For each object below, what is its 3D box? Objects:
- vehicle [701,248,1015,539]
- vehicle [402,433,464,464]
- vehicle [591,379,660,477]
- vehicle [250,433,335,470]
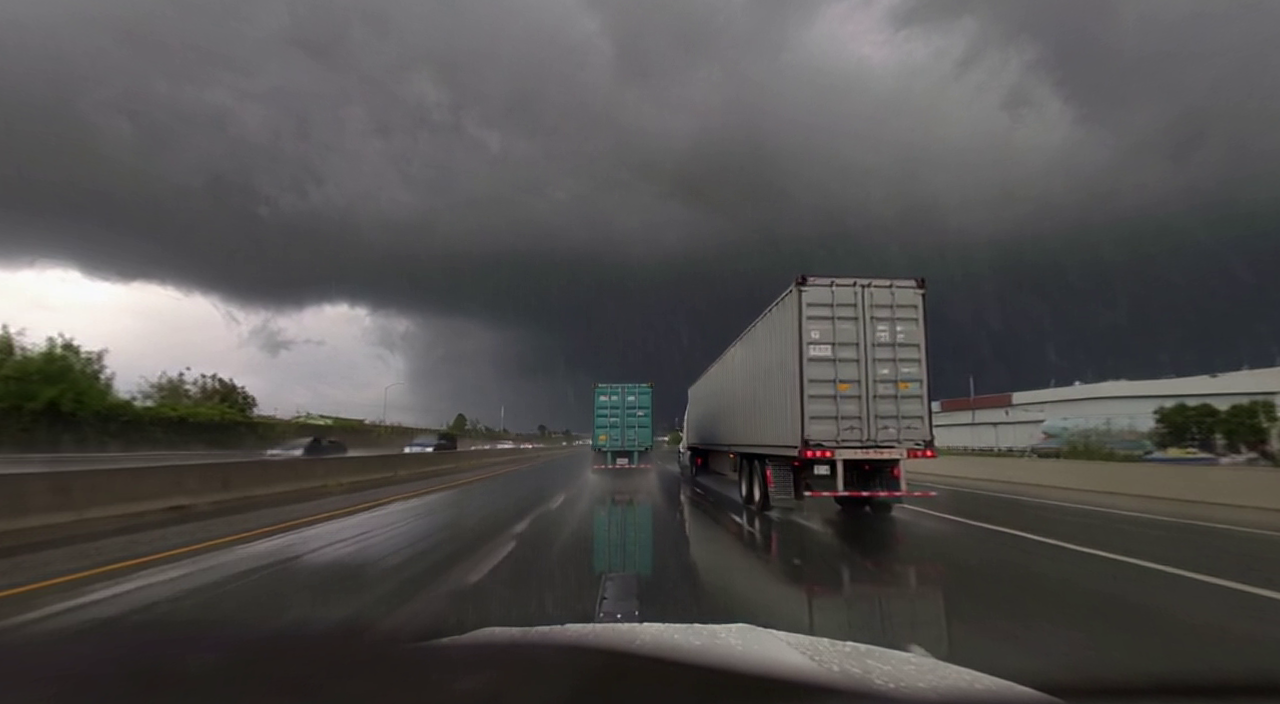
[{"bbox_3d":[3.587,1.459,15.167,2.803,4.072,12.744,0,-9,-1],"label":"vehicle"},{"bbox_3d":[-13.180,6.186,40.659,2.220,1.787,5.560,0,-9,-1],"label":"vehicle"},{"bbox_3d":[-0.546,4.037,32.410,2.841,4.071,12.046,-1,-8,1],"label":"vehicle"},{"bbox_3d":[-17.043,4.887,31.290,1.905,1.684,4.215,0,-9,-3],"label":"vehicle"}]
